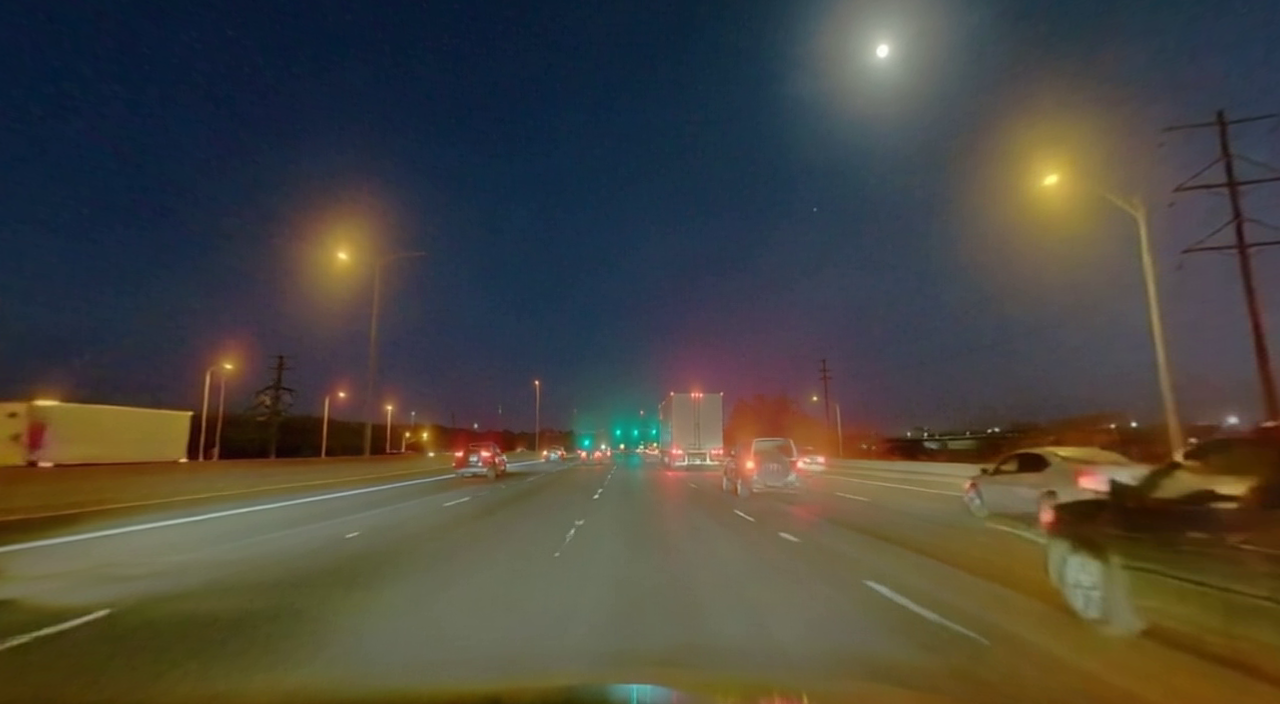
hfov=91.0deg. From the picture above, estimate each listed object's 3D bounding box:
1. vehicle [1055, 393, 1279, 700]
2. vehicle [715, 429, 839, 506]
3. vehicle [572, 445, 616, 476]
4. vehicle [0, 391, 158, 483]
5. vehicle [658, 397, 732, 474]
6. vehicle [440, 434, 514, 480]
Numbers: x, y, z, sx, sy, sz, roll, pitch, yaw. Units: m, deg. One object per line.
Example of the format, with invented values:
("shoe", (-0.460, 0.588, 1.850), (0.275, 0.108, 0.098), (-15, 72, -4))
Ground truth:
("vehicle", (4.394, 0.965, 2.880), (1.978, 1.607, 4.245), (1, -9, -2))
("vehicle", (3.521, 3.082, 17.282), (2.182, 1.782, 4.800), (1, -9, -2))
("vehicle", (-2.429, 5.845, 34.174), (2.060, 1.508, 4.308), (0, -9, 0))
("vehicle", (-29.175, 4.142, 30.328), (3.018, 3.937, 11.431), (0, -9, -2))
("vehicle", (2.997, 5.161, 38.254), (3.045, 3.923, 11.834), (1, -9, -2))
("vehicle", (-7.089, 4.629, 27.933), (2.147, 1.825, 4.602), (0, -9, -1))
